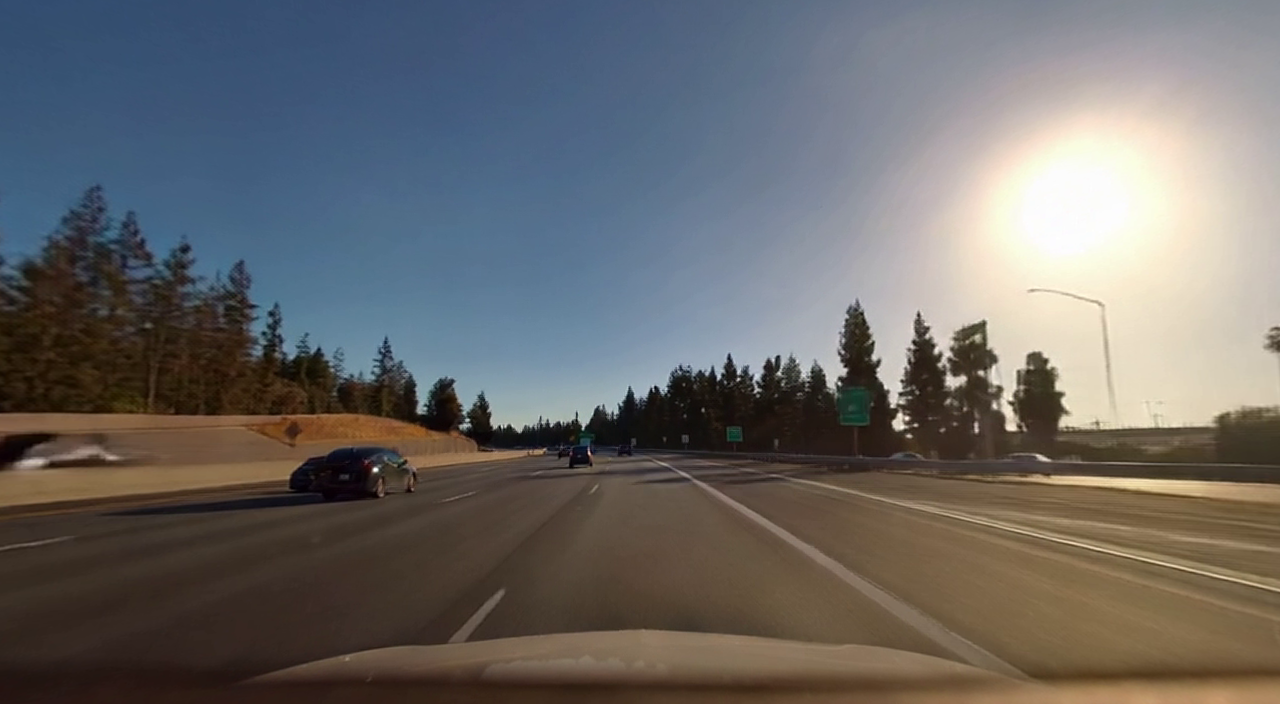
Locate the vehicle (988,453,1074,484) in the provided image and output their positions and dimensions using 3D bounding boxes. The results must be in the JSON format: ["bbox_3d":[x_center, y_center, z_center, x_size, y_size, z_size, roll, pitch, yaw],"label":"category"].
[{"bbox_3d":[20.573,6.120,33.418,1.950,1.462,4.391,-1,-8,4],"label":"vehicle"}]

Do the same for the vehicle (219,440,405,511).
[{"bbox_3d":[-7.654,2.901,15.403,2.038,1.463,4.656,0,-8,0],"label":"vehicle"}]

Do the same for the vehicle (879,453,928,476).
[{"bbox_3d":[18.807,8.015,45.223,2.005,1.478,4.056,-1,-8,4],"label":"vehicle"}]

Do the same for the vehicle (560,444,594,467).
[{"bbox_3d":[-4.189,6.963,42.621,1.936,1.465,4.060,0,-8,-1],"label":"vehicle"}]
